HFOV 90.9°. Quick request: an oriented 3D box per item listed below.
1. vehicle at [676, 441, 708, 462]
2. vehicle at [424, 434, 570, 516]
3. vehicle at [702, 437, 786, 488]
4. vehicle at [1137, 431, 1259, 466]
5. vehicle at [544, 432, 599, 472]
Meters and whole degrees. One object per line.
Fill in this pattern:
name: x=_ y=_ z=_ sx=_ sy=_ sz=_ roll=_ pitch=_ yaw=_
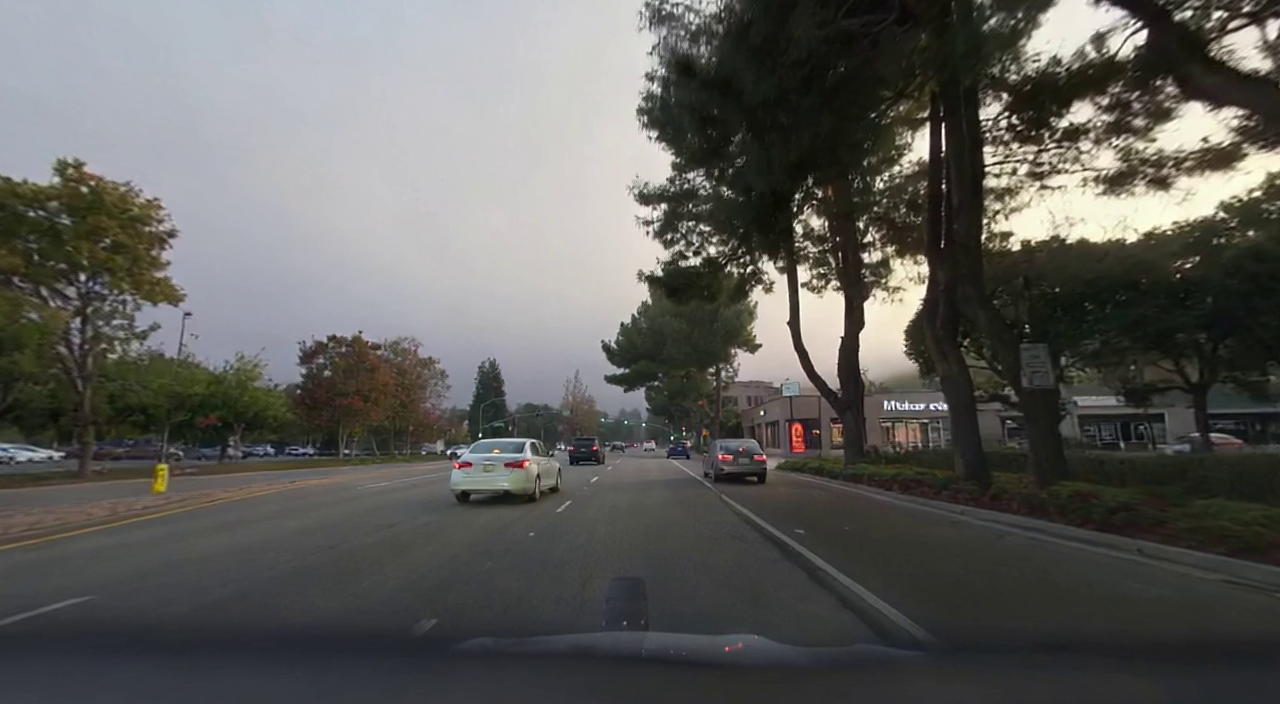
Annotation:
vehicle: x=3.810 y=7.367 z=46.862 sx=1.913 sy=1.463 sz=4.198 roll=0 pitch=-8 yaw=-1
vehicle: x=-2.790 y=2.499 z=13.307 sx=1.971 sy=1.433 sz=3.923 roll=-1 pitch=-8 yaw=3
vehicle: x=3.300 y=3.592 z=20.885 sx=1.948 sy=1.474 sz=4.360 roll=0 pitch=-8 yaw=-1
vehicle: x=30.583 y=5.302 z=34.813 sx=1.945 sy=1.746 sz=4.929 roll=1 pitch=-8 yaw=-5
vehicle: x=-3.183 y=4.778 z=30.229 sx=2.023 sy=1.720 sz=4.452 roll=0 pitch=-8 yaw=1
